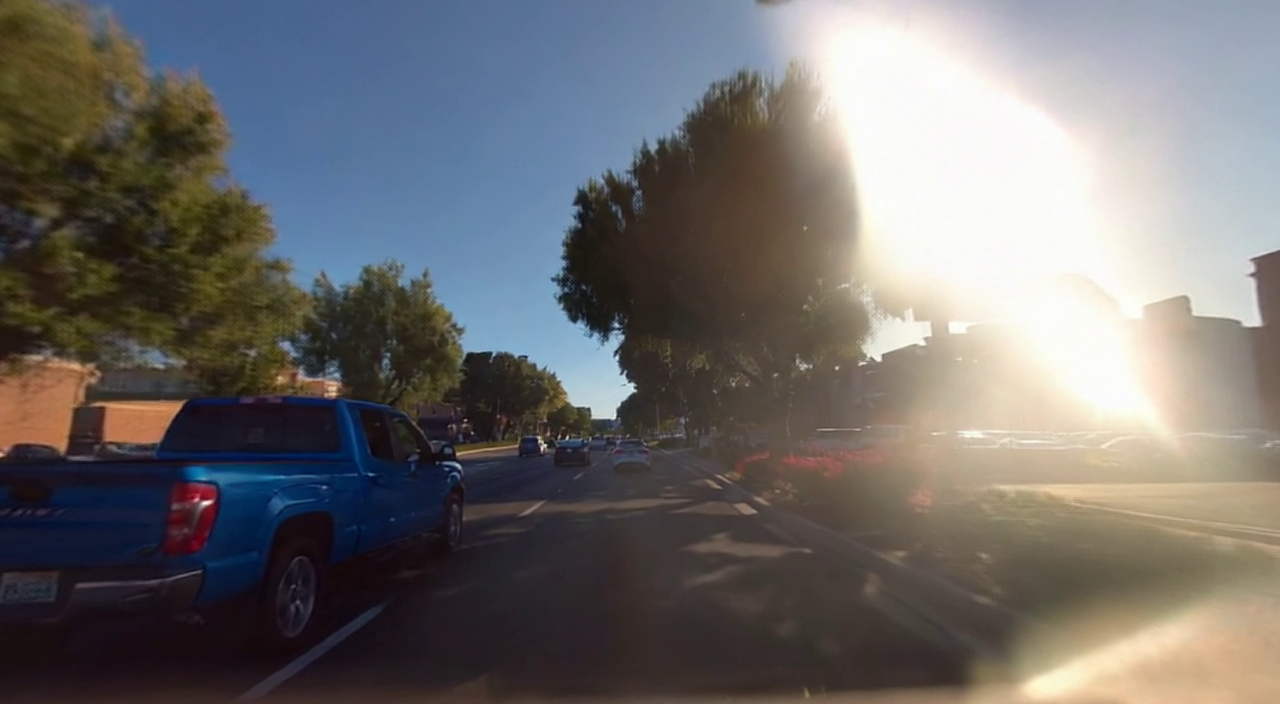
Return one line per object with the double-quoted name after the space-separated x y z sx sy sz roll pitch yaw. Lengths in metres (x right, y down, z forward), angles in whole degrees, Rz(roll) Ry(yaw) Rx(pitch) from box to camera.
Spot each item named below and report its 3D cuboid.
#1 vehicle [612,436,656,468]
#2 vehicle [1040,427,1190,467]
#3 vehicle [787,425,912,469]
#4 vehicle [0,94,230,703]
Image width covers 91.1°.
-0.331 5.257 33.236 2.191 1.530 4.470 0 -8 -1 "vehicle"
20.142 4.086 26.966 4.836 1.567 2.051 -5 -9 30 "vehicle"
9.060 4.093 27.087 5.109 1.735 1.997 4 -9 -26 "vehicle"
-3.584 0.180 0.624 2.733 2.495 5.037 0 -8 2 "vehicle"
